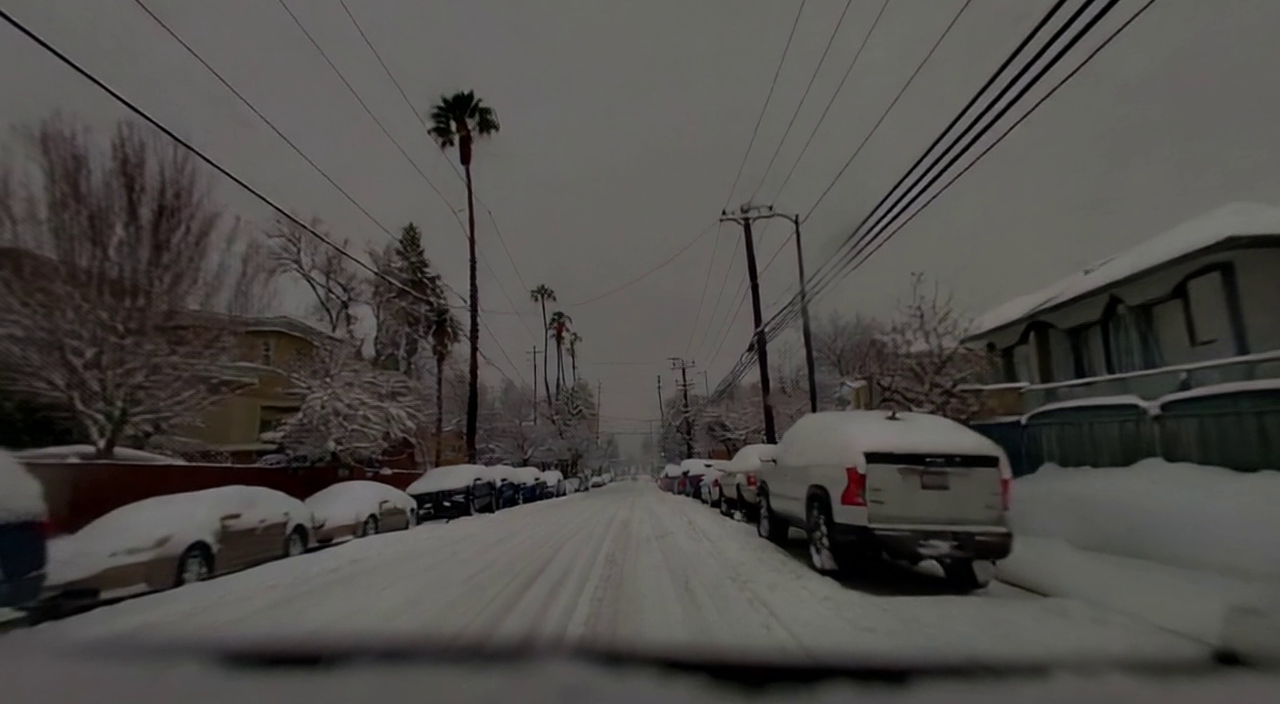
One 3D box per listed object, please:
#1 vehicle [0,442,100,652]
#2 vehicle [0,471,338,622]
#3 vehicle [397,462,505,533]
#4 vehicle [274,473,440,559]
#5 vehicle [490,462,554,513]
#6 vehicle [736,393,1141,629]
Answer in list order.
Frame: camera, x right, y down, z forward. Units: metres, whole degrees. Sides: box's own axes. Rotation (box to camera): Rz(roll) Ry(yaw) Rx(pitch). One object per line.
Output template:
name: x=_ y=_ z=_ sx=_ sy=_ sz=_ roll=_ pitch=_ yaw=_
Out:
vehicle: x=-6.467 y=1.466 z=3.847 sx=1.933 sy=1.824 sz=5.142 roll=0 pitch=-8 yaw=-3
vehicle: x=-6.546 y=2.660 z=9.519 sx=1.841 sy=1.491 sz=4.525 roll=0 pitch=-8 yaw=-2
vehicle: x=-6.214 y=4.823 z=21.438 sx=2.349 sy=1.952 sz=4.848 roll=0 pitch=-8 yaw=-2
vehicle: x=-6.344 y=3.707 z=14.823 sx=1.874 sy=1.449 sz=4.622 roll=0 pitch=-8 yaw=-2
vehicle: x=-6.210 y=7.182 z=33.907 sx=2.281 sy=2.248 sz=5.873 roll=0 pitch=-8 yaw=0
vehicle: x=2.979 y=1.770 z=8.411 sx=2.268 sy=1.953 sz=6.124 roll=0 pitch=-8 yaw=-2
